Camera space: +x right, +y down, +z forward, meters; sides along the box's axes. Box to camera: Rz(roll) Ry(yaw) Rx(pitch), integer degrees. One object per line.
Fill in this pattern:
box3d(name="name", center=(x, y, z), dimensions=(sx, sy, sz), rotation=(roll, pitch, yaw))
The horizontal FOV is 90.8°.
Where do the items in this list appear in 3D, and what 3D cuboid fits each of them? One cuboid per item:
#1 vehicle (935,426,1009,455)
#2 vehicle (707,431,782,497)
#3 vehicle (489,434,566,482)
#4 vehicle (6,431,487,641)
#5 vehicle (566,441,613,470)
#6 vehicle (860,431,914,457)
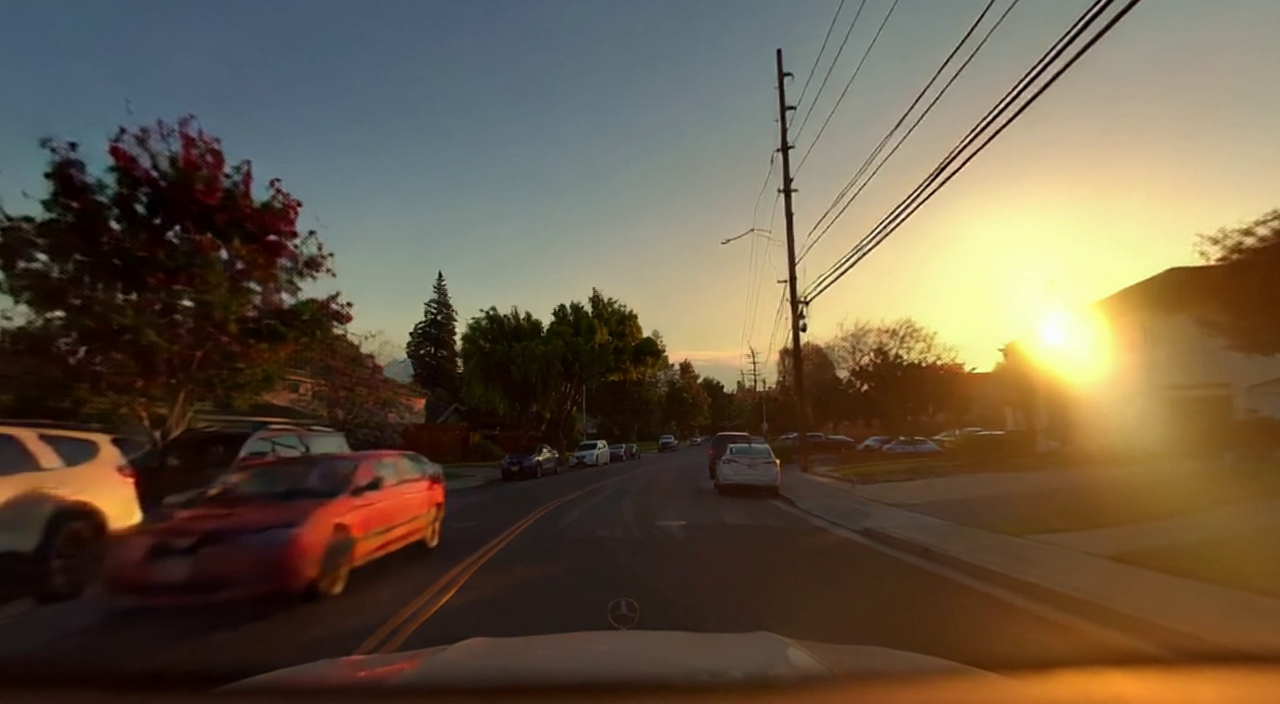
box3d(name="vehicle", center=(22.220, 6.000, 42.491), dimensions=(2.253, 1.805, 4.842), rotation=(1, -9, -1))
box3d(name="vehicle", center=(3.175, 3.497, 20.147), dimensions=(2.032, 1.810, 5.047), rotation=(-1, -9, 6))
box3d(name="vehicle", center=(-5.481, 5.316, 31.623), dimensions=(2.353, 2.037, 5.358), rotation=(-5, -11, 6))
box3d(name="vehicle", center=(-3.644, 1.779, 7.236), dimensions=(2.448, 1.475, 4.568), rotation=(-4, -9, 3))
box3d(name="vehicle", center=(-3.421, 7.182, 44.012), dimensions=(2.192, 1.873, 4.985), rotation=(-1, -9, 9))
box3d(name="vehicle", center=(17.013, 6.353, 43.697), dimensions=(2.079, 1.675, 3.855), rotation=(0, -9, -1))
